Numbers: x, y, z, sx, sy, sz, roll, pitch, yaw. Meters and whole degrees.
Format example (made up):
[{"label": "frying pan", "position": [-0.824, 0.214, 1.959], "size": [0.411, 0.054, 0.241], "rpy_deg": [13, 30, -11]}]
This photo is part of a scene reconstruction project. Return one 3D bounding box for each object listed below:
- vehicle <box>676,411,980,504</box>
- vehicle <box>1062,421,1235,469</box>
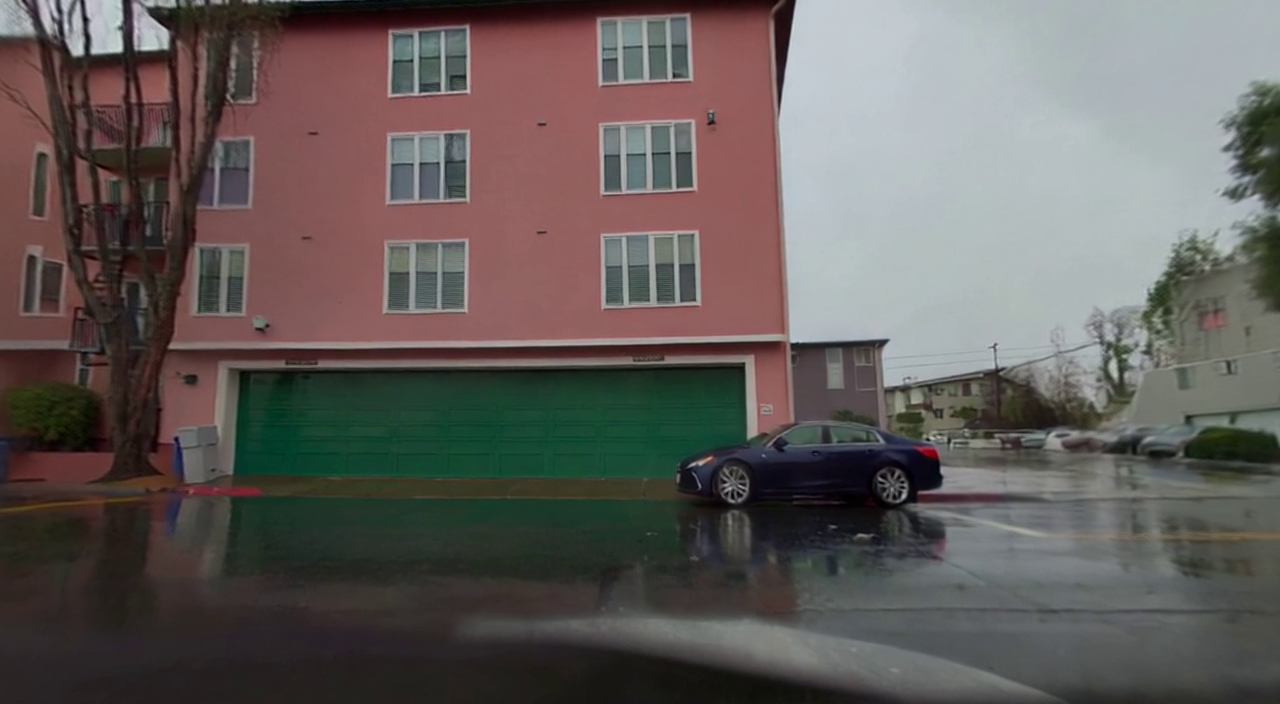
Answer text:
[{"label": "vehicle", "position": [2.994, 1.807, 10.935], "size": [4.697, 1.444, 1.825], "rpy_deg": [0, -9, 2]}, {"label": "vehicle", "position": [16.761, 3.093, 20.967], "size": [3.905, 1.475, 2.057], "rpy_deg": [0, -8, 2]}]
